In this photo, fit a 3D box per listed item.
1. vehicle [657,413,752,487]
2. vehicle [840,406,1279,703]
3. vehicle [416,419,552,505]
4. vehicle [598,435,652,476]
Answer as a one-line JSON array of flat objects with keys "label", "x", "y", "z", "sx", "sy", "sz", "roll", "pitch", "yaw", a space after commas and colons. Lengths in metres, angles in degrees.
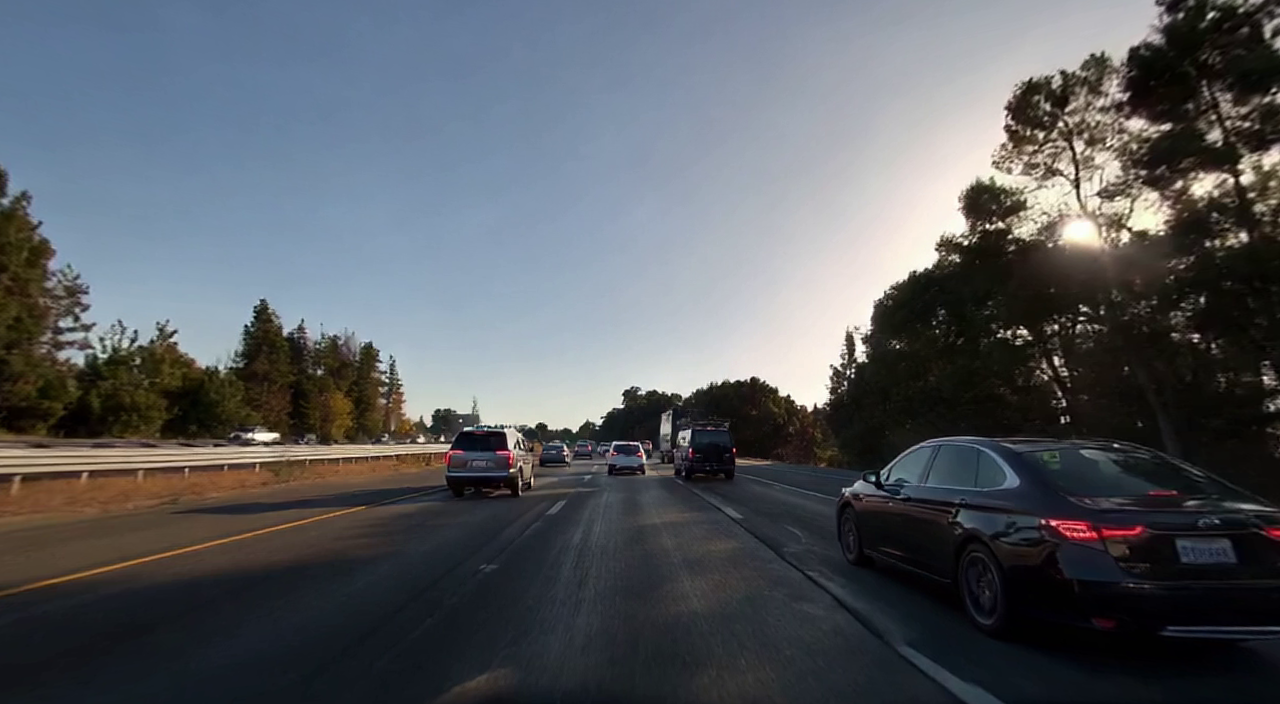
[{"label": "vehicle", "x": 3.082, "y": 5.306, "z": 34.632, "sx": 3.426, "sy": 3.279, "sz": 12.313, "roll": 1, "pitch": -8, "yaw": -2}, {"label": "vehicle", "x": 3.223, "y": 1.299, "z": 4.685, "sx": 2.031, "sy": 1.504, "sz": 4.327, "roll": 0, "pitch": -9, "yaw": 0}, {"label": "vehicle", "x": -3.643, "y": 2.701, "z": 15.823, "sx": 2.176, "sy": 1.783, "sz": 4.799, "roll": 0, "pitch": -9, "yaw": 0}, {"label": "vehicle", "x": -0.656, "y": 4.612, "z": 28.306, "sx": 2.235, "sy": 1.682, "sz": 4.094, "roll": 0, "pitch": -9, "yaw": -1}]
